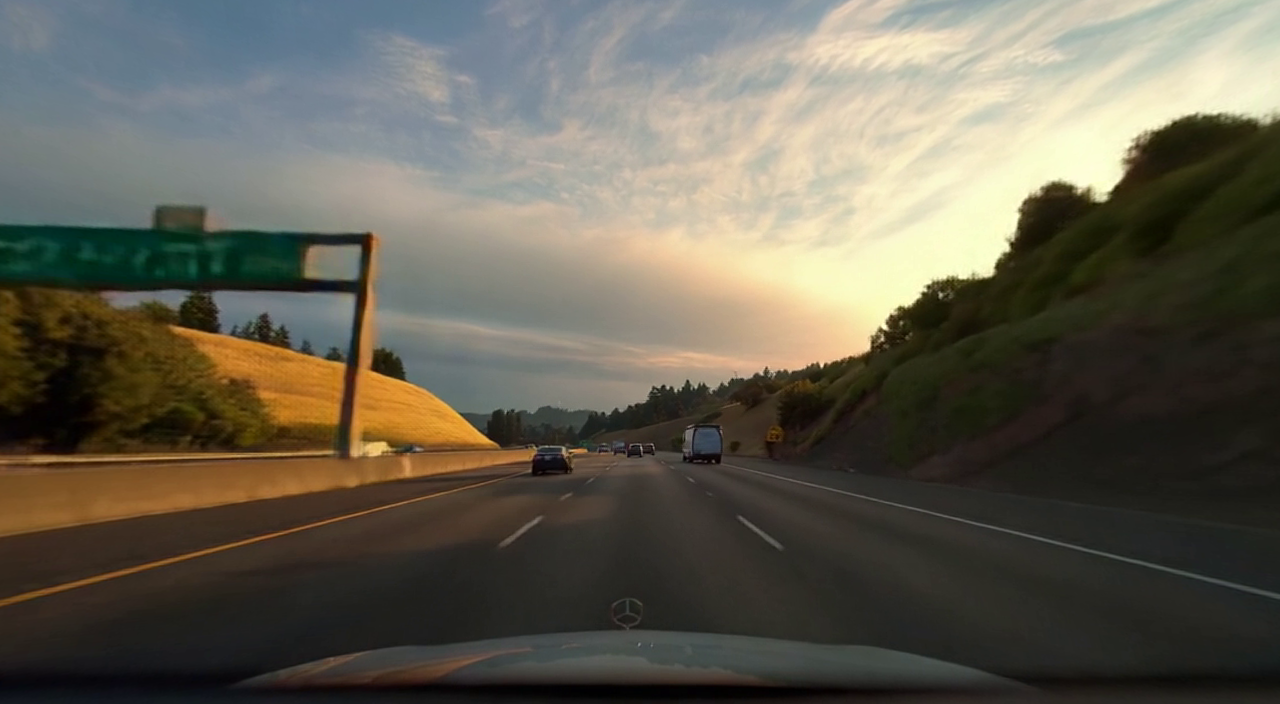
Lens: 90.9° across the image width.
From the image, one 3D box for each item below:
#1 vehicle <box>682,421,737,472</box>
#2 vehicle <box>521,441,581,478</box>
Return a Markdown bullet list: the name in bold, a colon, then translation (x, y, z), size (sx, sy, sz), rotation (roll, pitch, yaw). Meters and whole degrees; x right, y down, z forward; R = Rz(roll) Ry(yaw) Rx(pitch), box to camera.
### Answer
- **vehicle**: translation (3.852, 5.402, 36.025), size (2.361, 2.636, 5.684), rotation (0, -9, -1)
- **vehicle**: translation (-3.936, 4.881, 28.725), size (2.054, 1.529, 4.368), rotation (0, -9, 1)
